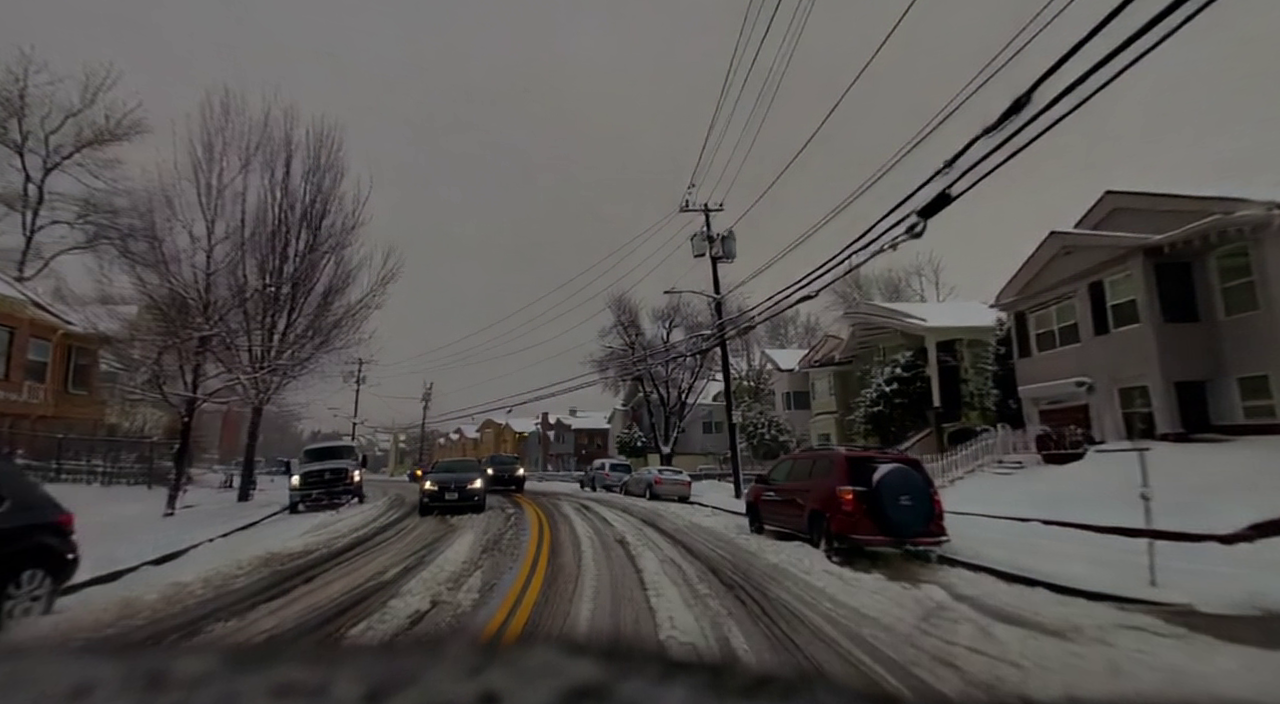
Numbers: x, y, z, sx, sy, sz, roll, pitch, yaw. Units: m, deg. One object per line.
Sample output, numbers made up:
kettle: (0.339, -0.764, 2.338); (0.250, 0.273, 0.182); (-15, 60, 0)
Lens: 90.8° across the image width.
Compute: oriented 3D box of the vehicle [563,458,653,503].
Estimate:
vehicle: (-1.362, 4.983, 24.965); (1.923, 1.531, 4.568); (5, -10, -25)

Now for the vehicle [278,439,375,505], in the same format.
vehicle: (-10.135, 3.911, 20.873); (2.378, 1.840, 5.389); (5, -11, -22)

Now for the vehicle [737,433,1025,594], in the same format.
vehicle: (3.082, 2.165, 9.413); (1.994, 1.682, 4.750); (4, -9, -6)

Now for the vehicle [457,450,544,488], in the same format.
vehicle: (-8.163, 6.726, 36.555); (2.449, 1.869, 5.504); (14, -15, -38)

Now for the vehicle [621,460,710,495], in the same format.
vehicle: (1.313, 6.317, 32.100); (4.163, 1.586, 2.023); (6, -11, -36)

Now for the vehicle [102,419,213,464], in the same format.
vehicle: (-24.495, 4.630, 32.177); (4.064, 1.569, 1.861); (19, -24, -41)
